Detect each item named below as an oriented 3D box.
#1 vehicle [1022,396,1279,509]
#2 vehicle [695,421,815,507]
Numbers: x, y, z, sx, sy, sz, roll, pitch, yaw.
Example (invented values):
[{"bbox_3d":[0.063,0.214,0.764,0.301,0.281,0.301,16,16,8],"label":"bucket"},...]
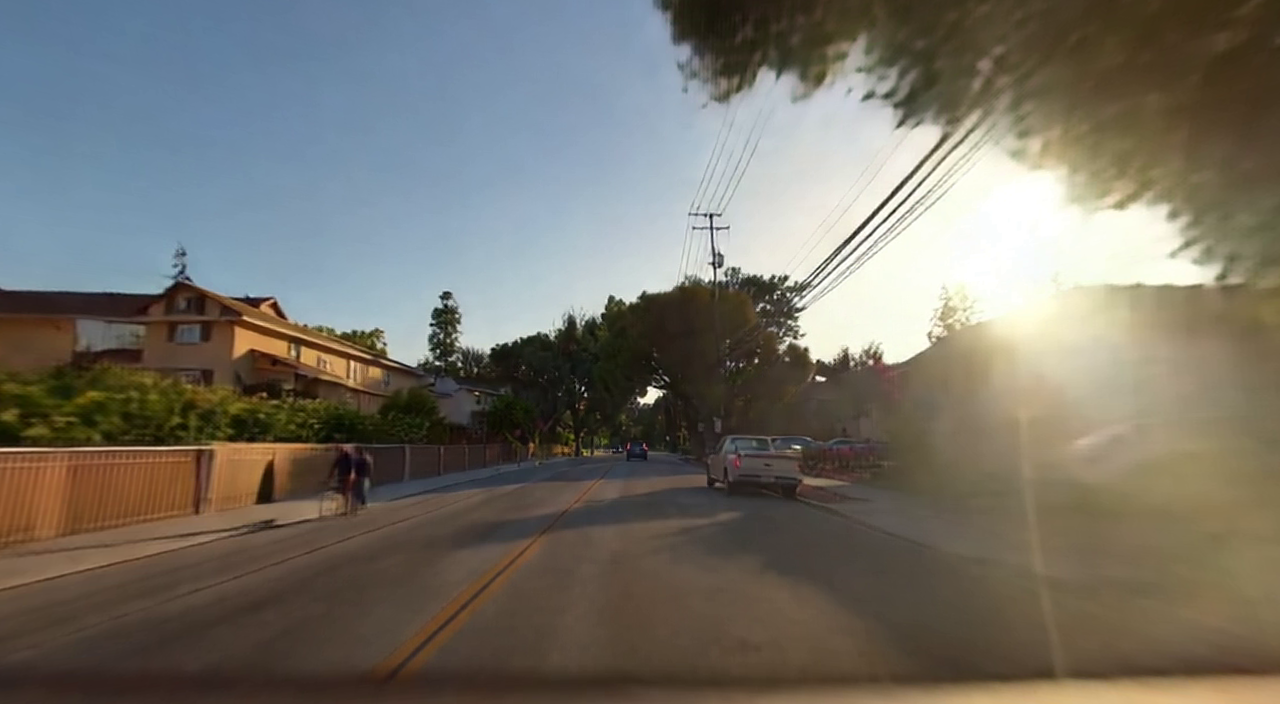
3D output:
[{"bbox_3d":[11.131,1.932,12.282,5.846,1.971,2.273,0,-8,1],"label":"vehicle"},{"bbox_3d":[3.084,3.169,18.364,2.278,1.933,5.860,4,-9,0],"label":"vehicle"}]
